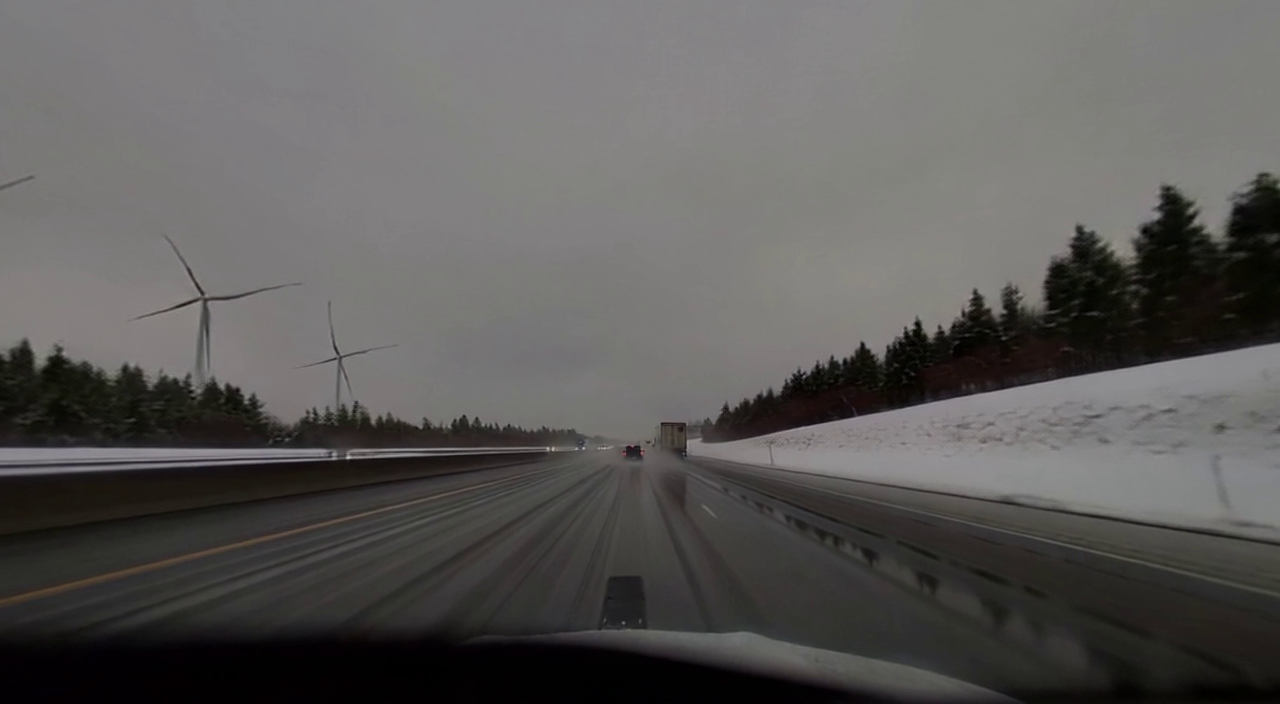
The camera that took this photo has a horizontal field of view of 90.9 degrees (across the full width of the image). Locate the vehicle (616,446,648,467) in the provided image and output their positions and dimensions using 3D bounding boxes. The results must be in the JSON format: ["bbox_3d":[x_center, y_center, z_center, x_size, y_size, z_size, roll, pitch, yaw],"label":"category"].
[{"bbox_3d":[-0.588,7.689,46.436,2.209,1.453,3.695,0,-9,-1],"label":"vehicle"}]
